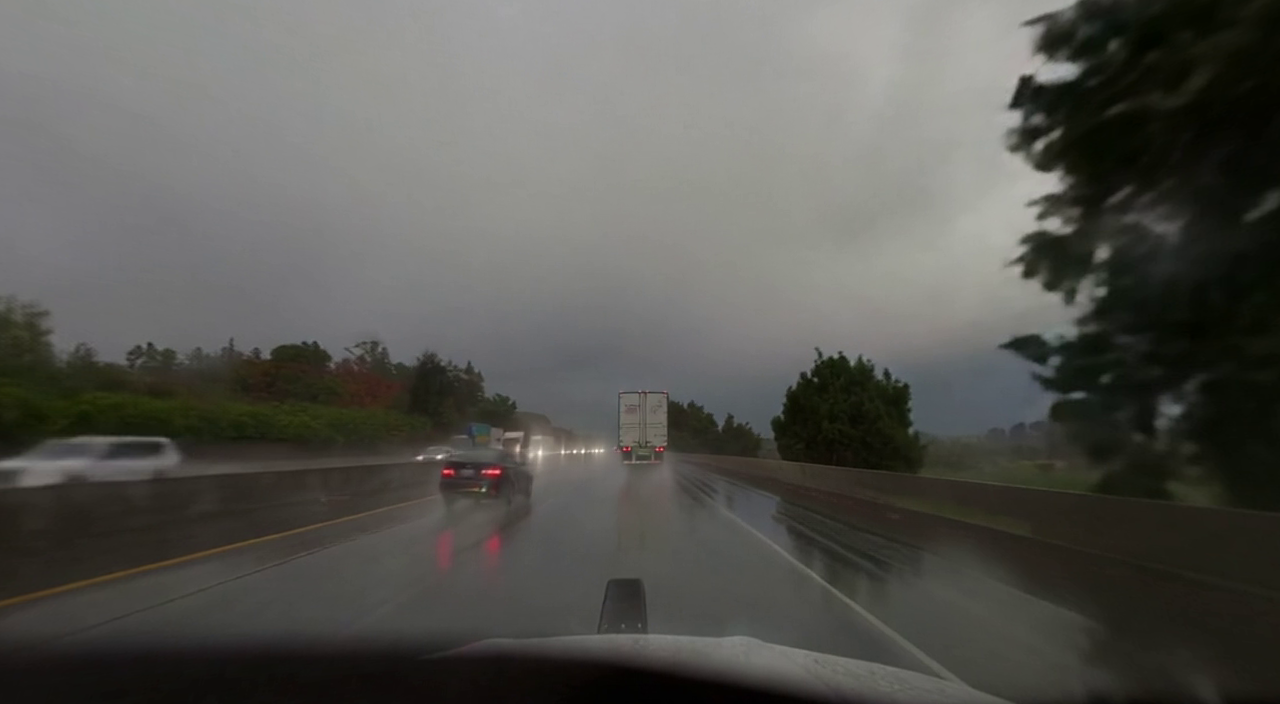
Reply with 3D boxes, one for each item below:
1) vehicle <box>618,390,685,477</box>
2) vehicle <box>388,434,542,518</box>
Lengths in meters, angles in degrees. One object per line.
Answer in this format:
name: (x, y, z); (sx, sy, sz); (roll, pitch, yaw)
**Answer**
vehicle: (0.429, 4.375, 32.738); (2.959, 3.828, 9.617); (0, -9, -1)
vehicle: (-3.680, 2.735, 14.368); (2.074, 1.546, 4.946); (0, -9, 0)
